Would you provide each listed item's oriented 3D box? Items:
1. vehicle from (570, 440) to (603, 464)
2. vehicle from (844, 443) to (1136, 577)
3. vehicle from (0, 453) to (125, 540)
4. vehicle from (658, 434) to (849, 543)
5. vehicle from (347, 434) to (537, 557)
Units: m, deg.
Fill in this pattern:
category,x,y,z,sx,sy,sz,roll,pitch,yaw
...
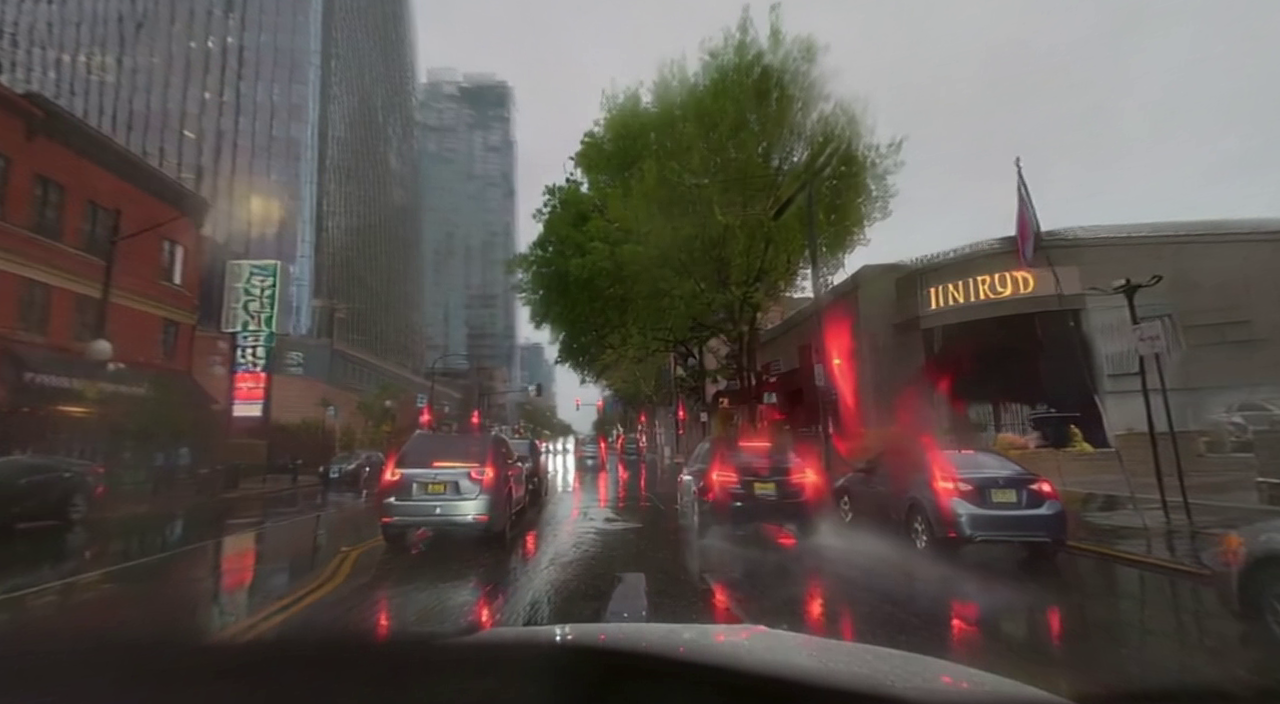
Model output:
category,x,y,z,sx,sy,sz,roll,pitch,yaw
vehicle,-3.620,6.674,42.263,2.102,1.521,4.078,1,-8,-5
vehicle,4.815,2.170,9.481,1.986,1.555,3.879,0,-8,-3
vehicle,-14.055,3.098,13.800,2.000,1.708,4.494,1,-8,-5
vehicle,1.635,2.206,10.951,2.150,1.464,4.467,1,-8,-5
vehicle,-2.837,2.053,9.915,2.169,1.427,4.531,2,-9,-12
